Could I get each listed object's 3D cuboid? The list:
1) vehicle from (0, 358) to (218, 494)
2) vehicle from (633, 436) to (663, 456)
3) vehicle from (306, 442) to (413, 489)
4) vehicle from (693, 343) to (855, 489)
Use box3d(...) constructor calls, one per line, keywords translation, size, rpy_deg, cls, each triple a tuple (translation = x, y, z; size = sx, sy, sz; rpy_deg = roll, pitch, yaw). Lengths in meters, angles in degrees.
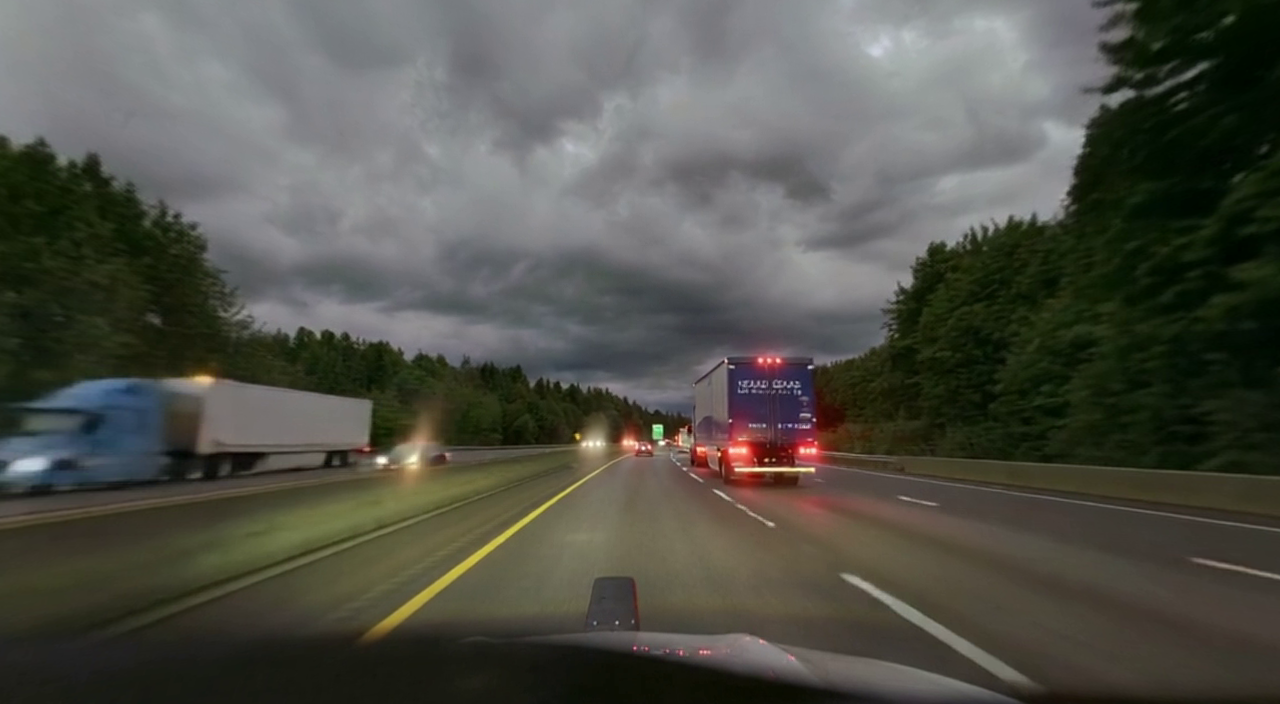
box3d(translation=(-18.199, 2.557, 21.698), size=(3.000, 4.016, 5.901), rpy_deg=(0, -8, 1), cls="vehicle")
box3d(translation=(0.604, 7.157, 48.209), size=(2.209, 1.499, 4.144), rpy_deg=(0, -8, 1), cls="vehicle")
box3d(translation=(-10.279, 4.145, 23.458), size=(2.142, 1.532, 3.971), rpy_deg=(0, -8, 1), cls="vehicle")
box3d(translation=(4.334, 2.684, 24.630), size=(3.171, 4.072, 13.784), rpy_deg=(0, -8, 0), cls="vehicle")
